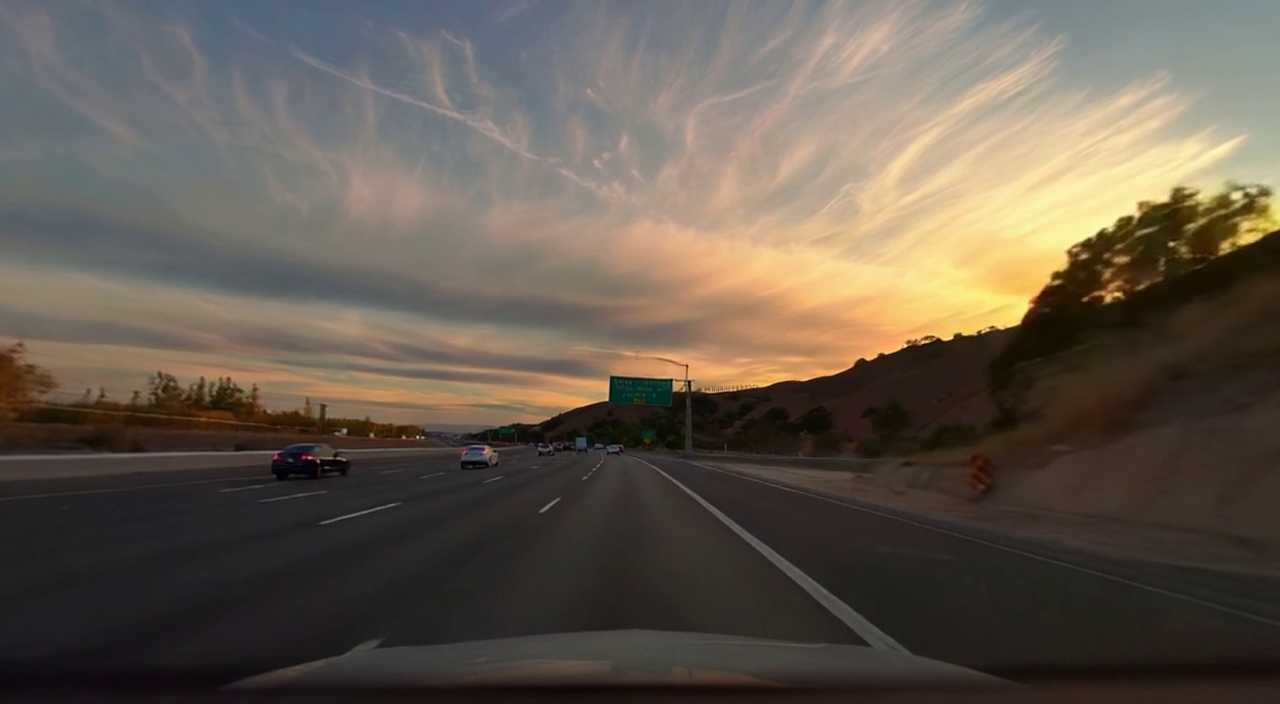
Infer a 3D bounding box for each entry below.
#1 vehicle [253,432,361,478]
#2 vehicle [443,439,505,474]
[{"bbox_3d":[-15.715,4.887,30.251,2.240,1.953,5.452,0,-9,-1],"label":"vehicle"},{"bbox_3d":[-8.613,5.467,33.187,2.104,1.715,4.319,0,-9,-1],"label":"vehicle"}]
